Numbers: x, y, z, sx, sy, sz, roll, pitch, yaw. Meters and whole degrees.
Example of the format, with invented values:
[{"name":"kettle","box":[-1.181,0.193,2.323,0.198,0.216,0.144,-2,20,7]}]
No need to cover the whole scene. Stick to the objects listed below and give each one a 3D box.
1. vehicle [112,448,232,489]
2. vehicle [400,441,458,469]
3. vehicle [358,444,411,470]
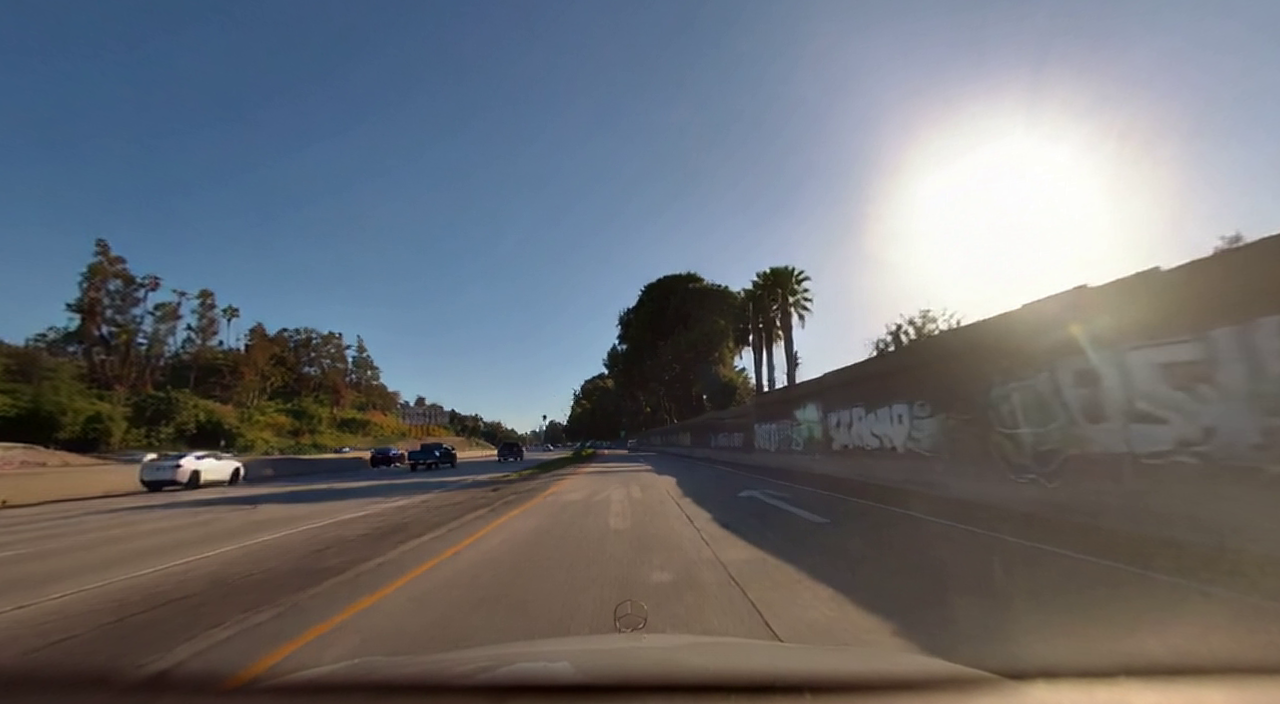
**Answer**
[{"name":"vehicle","box":[-23.033,5.703,31.368,2.158,1.795,5.013,0,-9,0]},{"name":"vehicle","box":[-15.336,7.505,46.235,2.272,1.882,5.941,0,-9,-1]},{"name":"vehicle","box":[-19.210,7.879,47.639,2.078,1.802,4.723,0,-9,-1]}]
